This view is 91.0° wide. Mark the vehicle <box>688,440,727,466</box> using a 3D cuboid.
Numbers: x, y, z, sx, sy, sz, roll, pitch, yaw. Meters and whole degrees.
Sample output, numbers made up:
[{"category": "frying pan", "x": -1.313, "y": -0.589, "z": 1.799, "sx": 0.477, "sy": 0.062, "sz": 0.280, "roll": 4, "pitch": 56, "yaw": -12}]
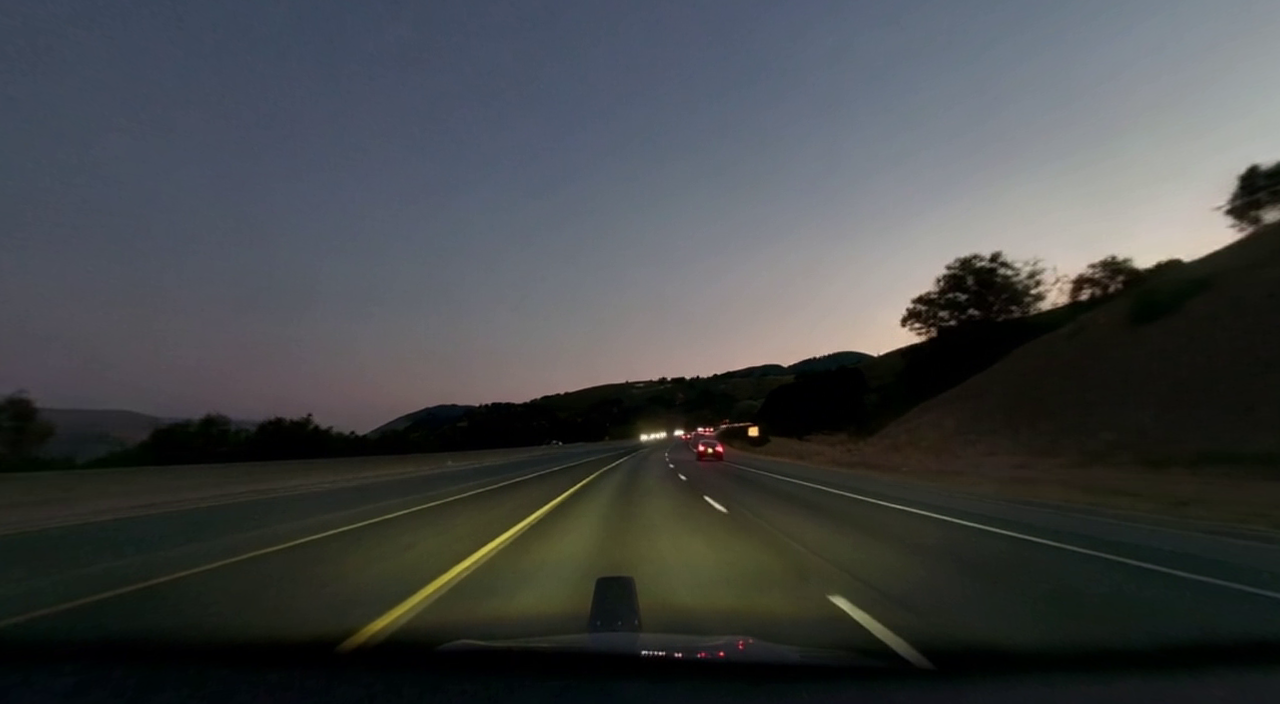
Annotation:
[{"category": "vehicle", "x": 4.145, "y": 6.238, "z": 39.067, "sx": 1.943, "sy": 1.490, "sz": 4.246, "roll": 0, "pitch": -8, "yaw": 0}]
